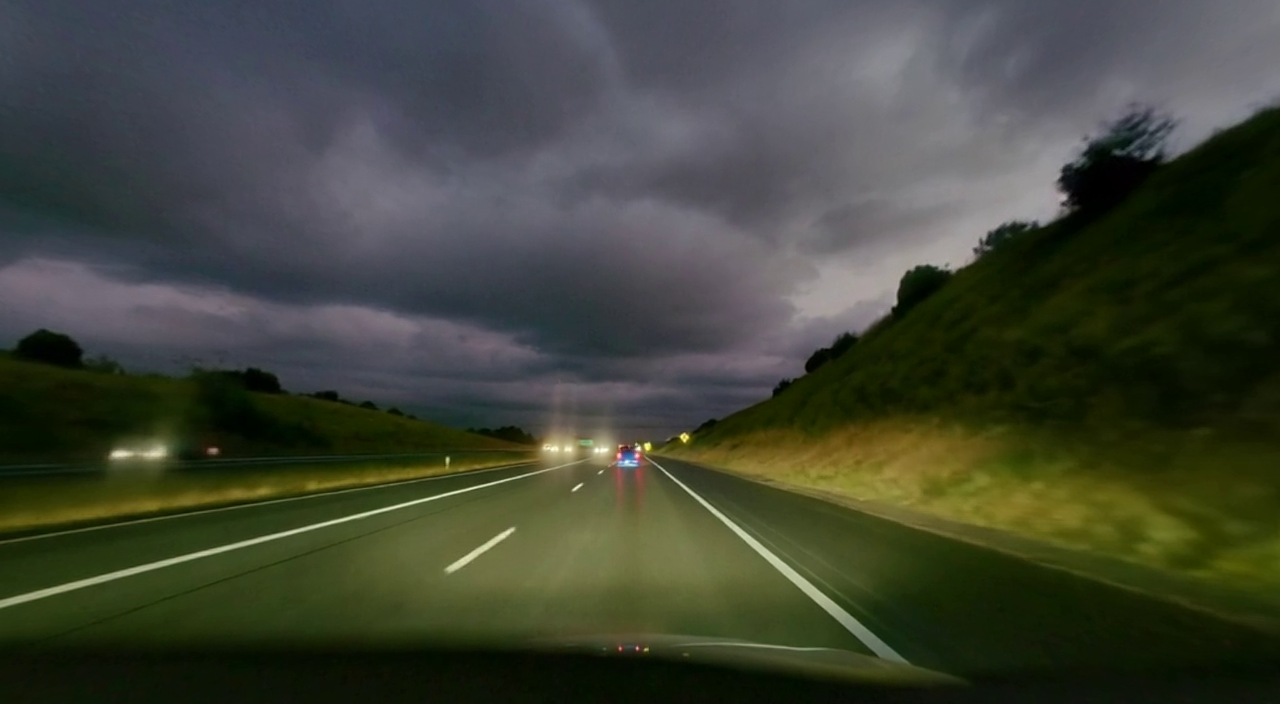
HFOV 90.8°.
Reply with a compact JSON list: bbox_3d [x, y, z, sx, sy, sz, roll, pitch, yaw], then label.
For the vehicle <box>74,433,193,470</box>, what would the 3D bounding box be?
[{"bbox_3d":[-23.007,4.544,28.915,1.686,1.520,4.557,0,-9,0],"label":"vehicle"}]
